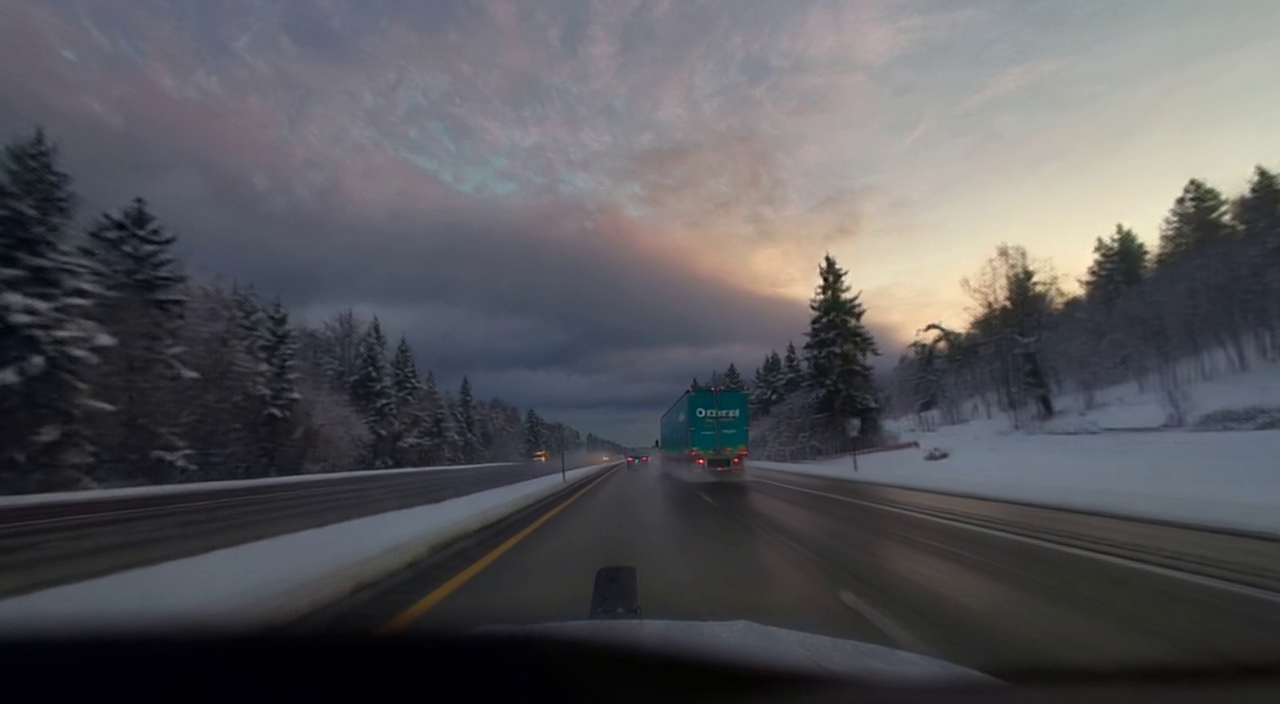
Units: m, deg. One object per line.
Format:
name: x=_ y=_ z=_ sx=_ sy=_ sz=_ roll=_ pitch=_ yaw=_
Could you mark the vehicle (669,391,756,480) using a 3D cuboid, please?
vehicle: x=3.655 y=4.772 z=35.125 sx=3.440 sy=4.090 sz=11.380 roll=-1 pitch=-9 yaw=0
